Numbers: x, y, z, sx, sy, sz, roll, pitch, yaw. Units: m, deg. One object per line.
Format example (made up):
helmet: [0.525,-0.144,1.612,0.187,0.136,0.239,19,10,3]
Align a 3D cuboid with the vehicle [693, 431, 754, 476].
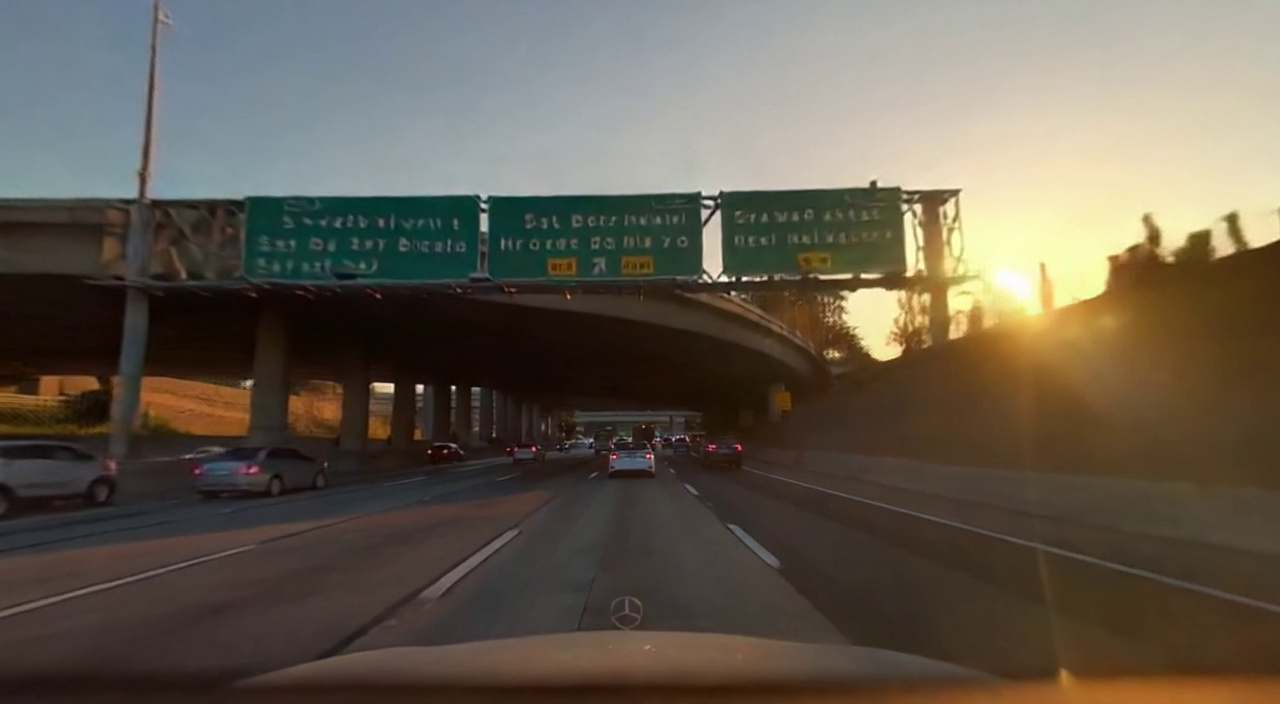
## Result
vehicle: [3.517,4.360,27.310,2.001,1.771,4.250,0,-9,-1]

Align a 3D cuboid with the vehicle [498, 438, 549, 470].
vehicle: [-6.596,5.824,36.135,2.060,1.669,4.242,0,-9,1]

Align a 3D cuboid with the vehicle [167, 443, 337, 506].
vehicle: [-10.519,3.311,17.575,1.961,1.510,4.260,0,-9,1]

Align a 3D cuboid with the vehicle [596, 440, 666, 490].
vehicle: [-0.241,3.638,20.721,2.042,1.446,4.269,0,-9,1]

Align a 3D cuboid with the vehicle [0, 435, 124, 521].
vehicle: [-13.830,2.626,13.305,2.045,1.712,4.457,0,-9,1]

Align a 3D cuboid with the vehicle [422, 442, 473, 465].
vehicle: [-14.002,7.399,46.133,2.055,1.628,4.898,0,-9,1]
